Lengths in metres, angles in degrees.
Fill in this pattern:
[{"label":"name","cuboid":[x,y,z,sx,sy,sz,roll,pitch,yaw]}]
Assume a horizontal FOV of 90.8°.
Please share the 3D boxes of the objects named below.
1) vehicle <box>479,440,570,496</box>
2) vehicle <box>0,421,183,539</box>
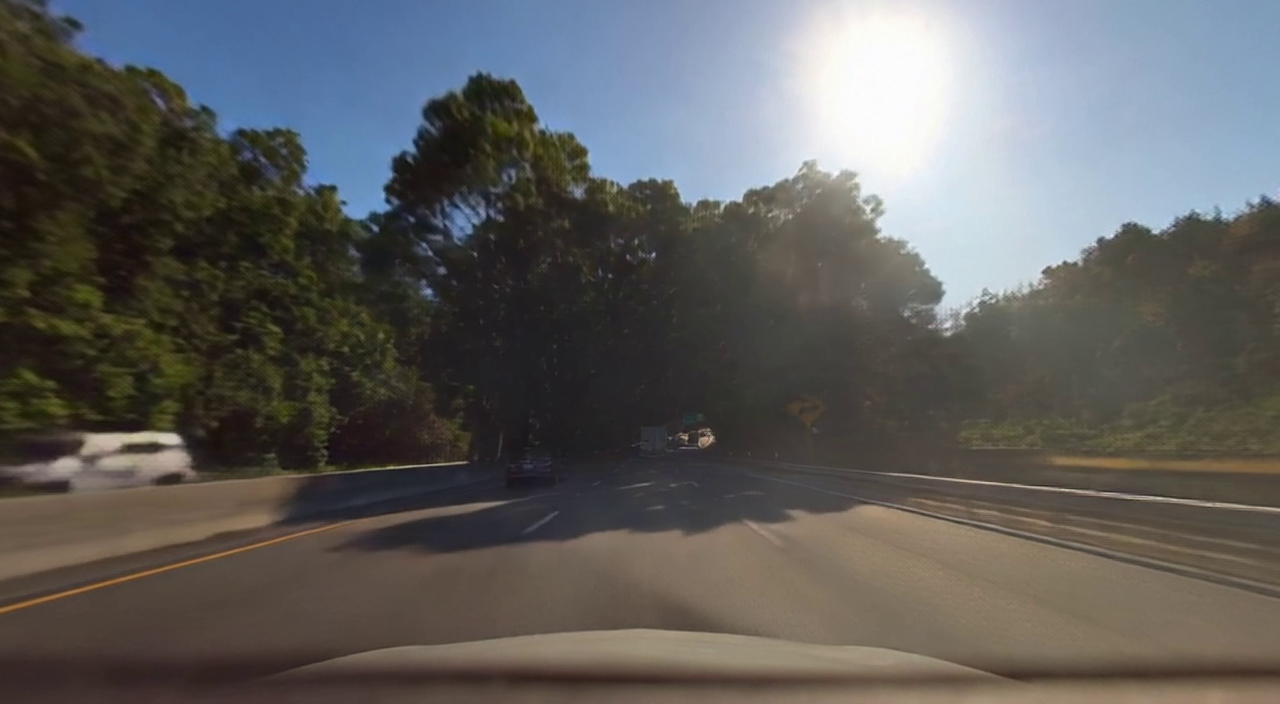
[{"label":"vehicle","cuboid":[-3.582,3.711,20.461,2.057,1.618,4.212,0,-9,1]},{"label":"vehicle","cuboid":[-12.367,2.562,12.992,2.021,2.068,5.034,0,-9,0]}]
